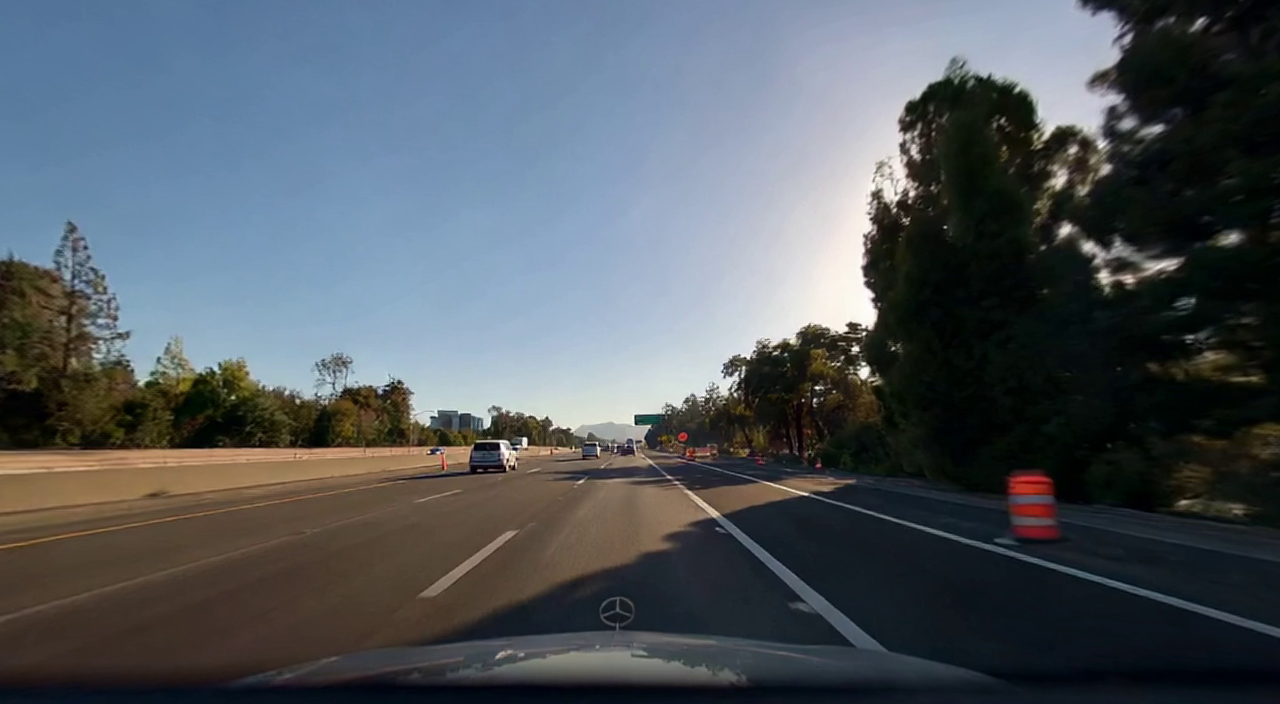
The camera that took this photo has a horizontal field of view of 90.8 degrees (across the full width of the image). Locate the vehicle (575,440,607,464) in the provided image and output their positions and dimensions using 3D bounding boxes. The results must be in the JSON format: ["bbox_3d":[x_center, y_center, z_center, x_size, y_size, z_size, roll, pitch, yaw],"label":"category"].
[{"bbox_3d":[-3.661,7.571,47.900,2.099,1.717,4.461,0,-9,-1],"label":"vehicle"}]

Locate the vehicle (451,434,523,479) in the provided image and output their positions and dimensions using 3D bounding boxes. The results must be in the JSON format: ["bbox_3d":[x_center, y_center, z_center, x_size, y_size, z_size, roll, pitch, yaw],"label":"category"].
[{"bbox_3d":[-6.505,4.498,27.472,2.036,1.758,4.529,0,-9,-1],"label":"vehicle"}]
